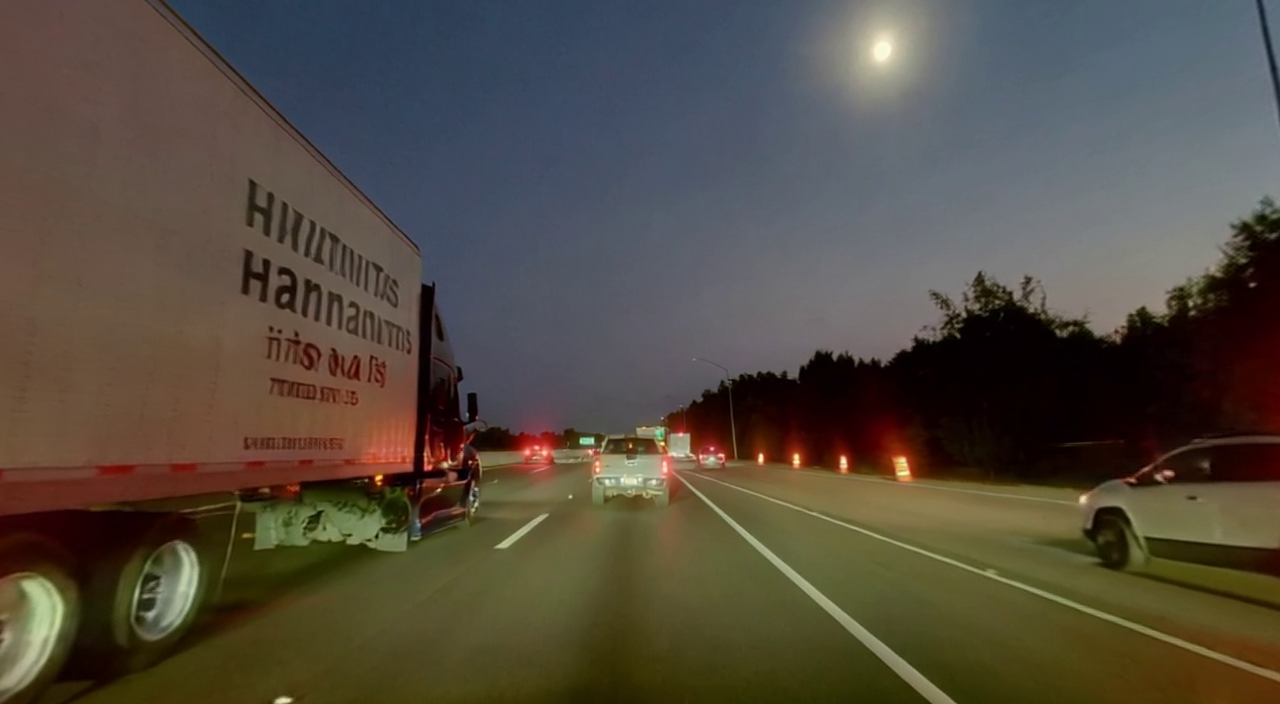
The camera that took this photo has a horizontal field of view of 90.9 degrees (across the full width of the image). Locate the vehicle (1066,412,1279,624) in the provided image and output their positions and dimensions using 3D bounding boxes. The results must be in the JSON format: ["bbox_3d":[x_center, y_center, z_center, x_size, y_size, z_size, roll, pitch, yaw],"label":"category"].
[{"bbox_3d":[5.867,1.329,5.222,1.937,1.601,3.798,0,-9,-1],"label":"vehicle"}]

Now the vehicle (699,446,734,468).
[{"bbox_3d":[5.447,7.568,45.687,1.918,1.479,4.571,0,-9,-1],"label":"vehicle"}]

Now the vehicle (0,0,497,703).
[{"bbox_3d":[-3.803,0.287,5.765,2.990,3.885,8.243,0,-9,0],"label":"vehicle"}]

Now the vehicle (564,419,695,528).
[{"bbox_3d":[-0.203,2.298,12.439,2.152,1.779,3.924,0,-9,-1],"label":"vehicle"}]

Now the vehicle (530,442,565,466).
[{"bbox_3d":[-7.085,7.816,48.584,1.950,1.716,4.436,0,-9,1],"label":"vehicle"}]
